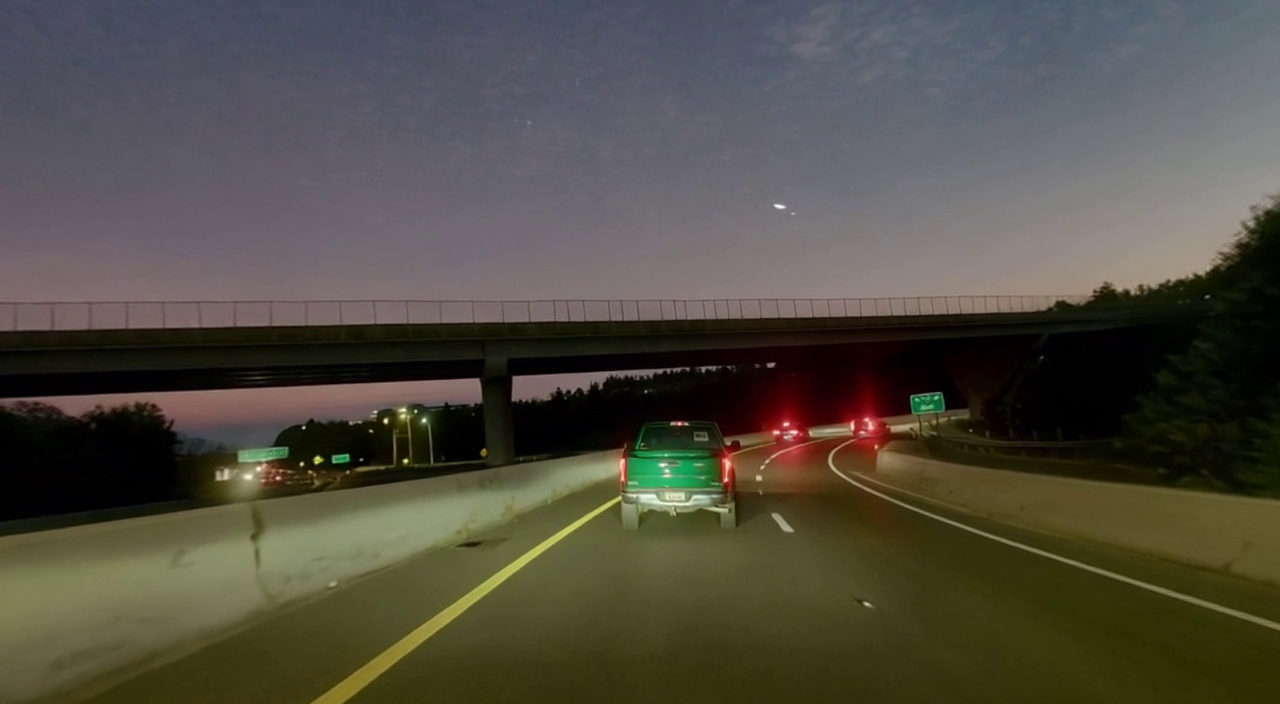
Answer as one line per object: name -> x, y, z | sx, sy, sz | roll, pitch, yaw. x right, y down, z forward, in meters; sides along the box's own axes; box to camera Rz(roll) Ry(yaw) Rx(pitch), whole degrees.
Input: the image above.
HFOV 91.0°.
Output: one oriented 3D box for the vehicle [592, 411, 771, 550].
vehicle -> 0.695, 1.935, 10.177 | 2.235, 1.716, 4.435 | -1, -8, 5
